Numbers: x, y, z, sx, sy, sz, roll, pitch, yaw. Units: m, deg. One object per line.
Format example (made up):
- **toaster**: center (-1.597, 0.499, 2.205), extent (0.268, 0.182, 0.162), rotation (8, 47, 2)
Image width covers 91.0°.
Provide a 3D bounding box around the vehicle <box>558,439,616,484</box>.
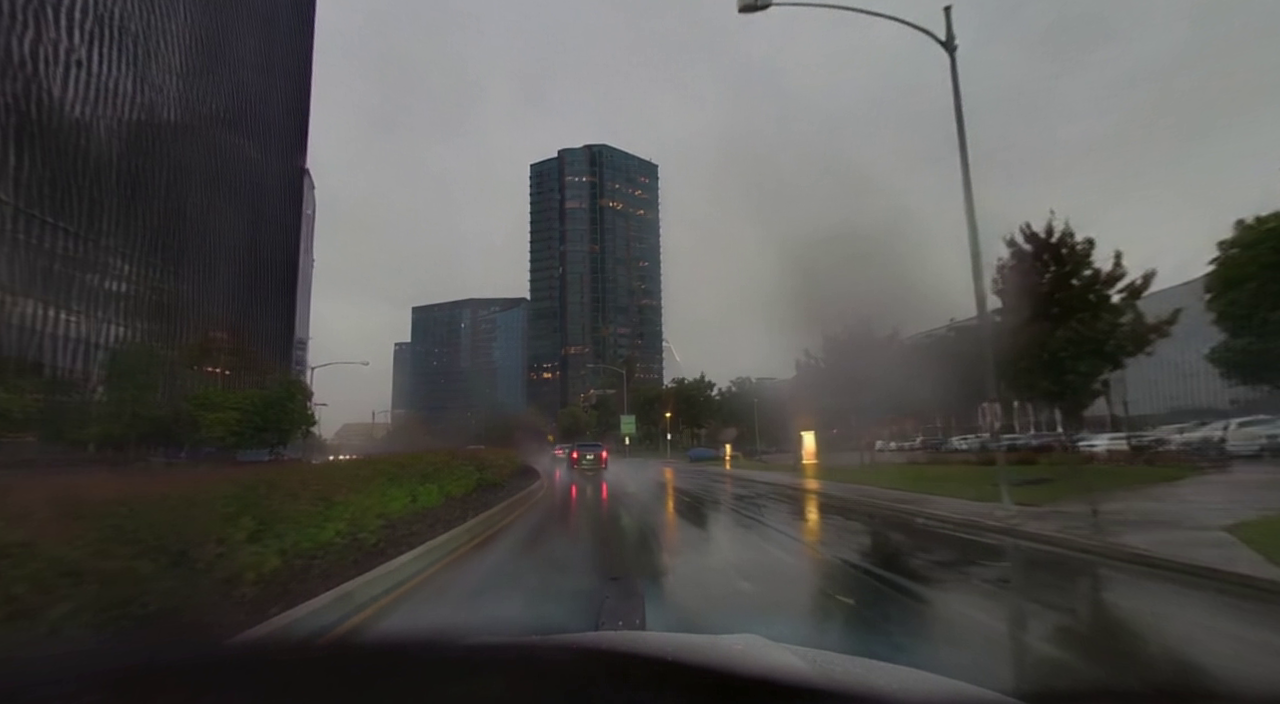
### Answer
- **vehicle**: center (-2.179, 4.497, 26.143), extent (2.183, 1.675, 4.319), rotation (1, -9, -4)
